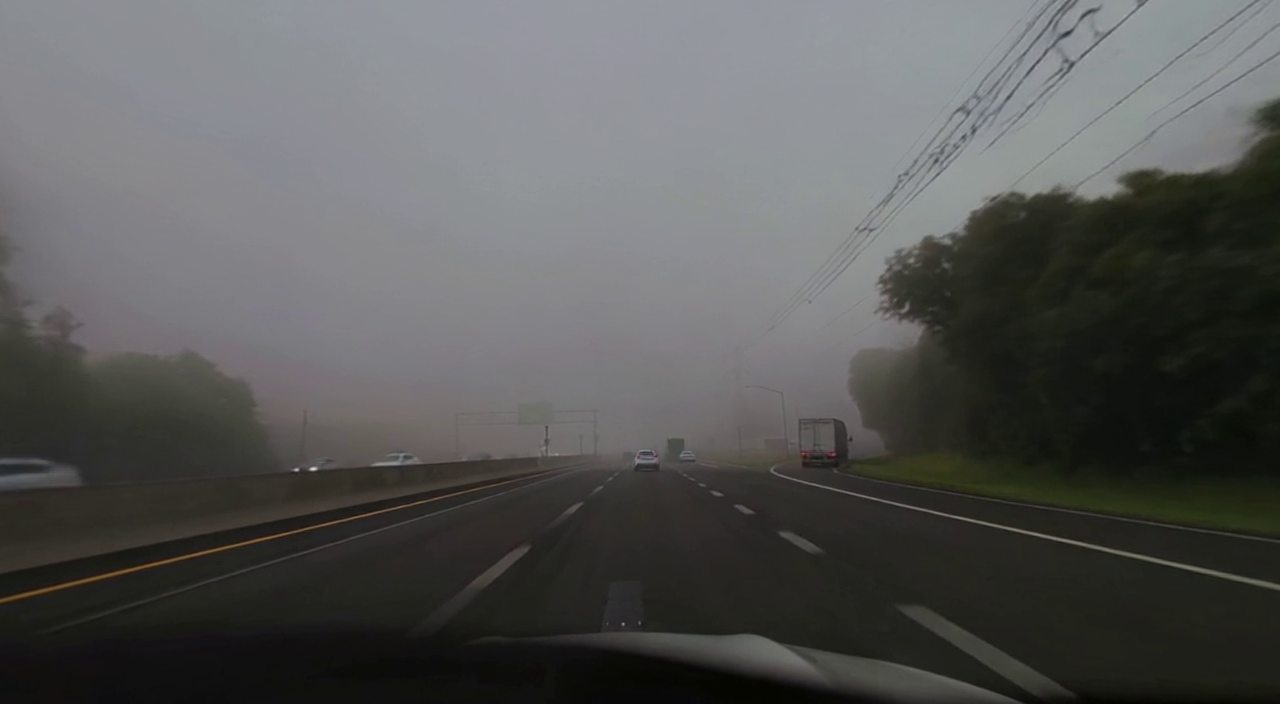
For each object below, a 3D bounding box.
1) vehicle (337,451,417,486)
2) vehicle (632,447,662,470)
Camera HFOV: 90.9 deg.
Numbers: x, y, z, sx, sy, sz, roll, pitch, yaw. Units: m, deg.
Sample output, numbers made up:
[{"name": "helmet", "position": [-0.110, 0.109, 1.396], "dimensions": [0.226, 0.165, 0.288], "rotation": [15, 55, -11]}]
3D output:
[{"name": "vehicle", "position": [-11.909, 5.267, 28.809], "dimensions": [1.801, 1.424, 4.135], "rotation": [0, -9, 1]}, {"name": "vehicle", "position": [0.488, 7.738, 45.883], "dimensions": [2.111, 1.599, 3.859], "rotation": [0, -9, 0]}]
